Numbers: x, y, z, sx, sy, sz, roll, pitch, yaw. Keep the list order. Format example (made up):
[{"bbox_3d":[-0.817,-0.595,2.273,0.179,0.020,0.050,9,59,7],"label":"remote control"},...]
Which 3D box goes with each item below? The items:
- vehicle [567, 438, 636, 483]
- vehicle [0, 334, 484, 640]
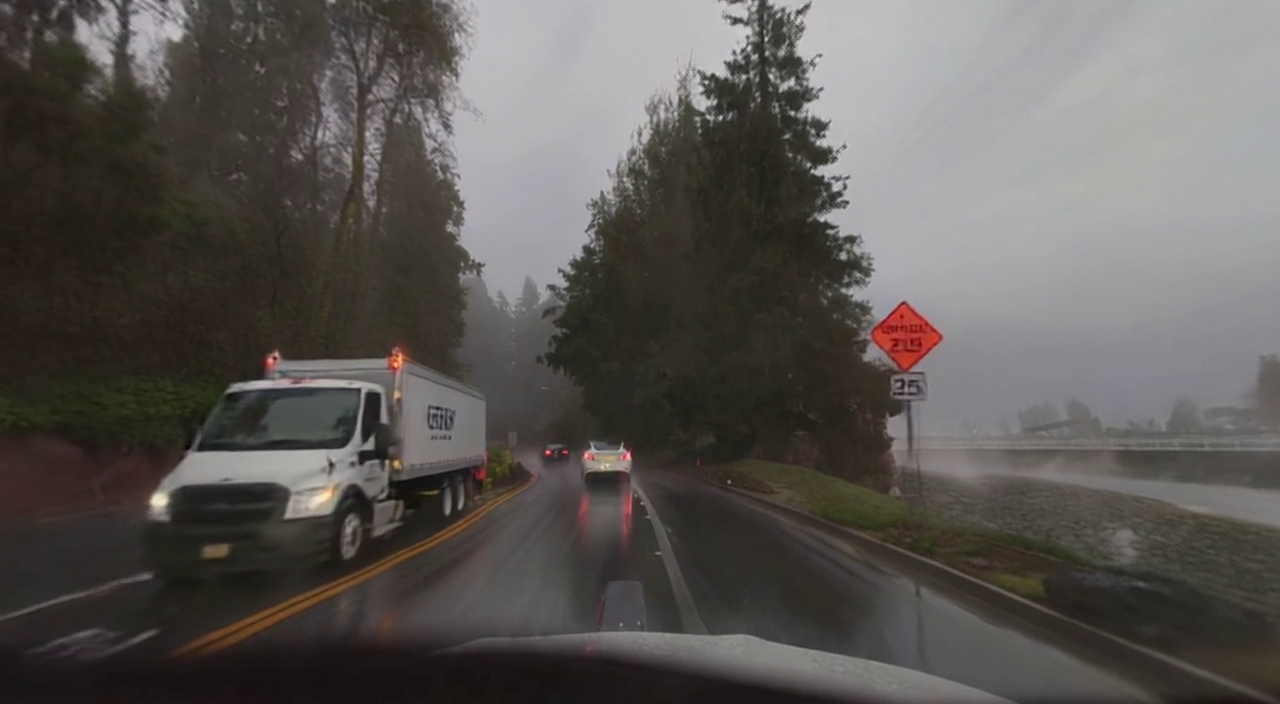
[{"bbox_3d":[-1.510,3.916,23.113,2.186,1.463,4.356,1,-8,-8],"label":"vehicle"},{"bbox_3d":[-3.653,1.344,7.417,2.671,2.053,6.074,1,-8,-6],"label":"vehicle"}]
